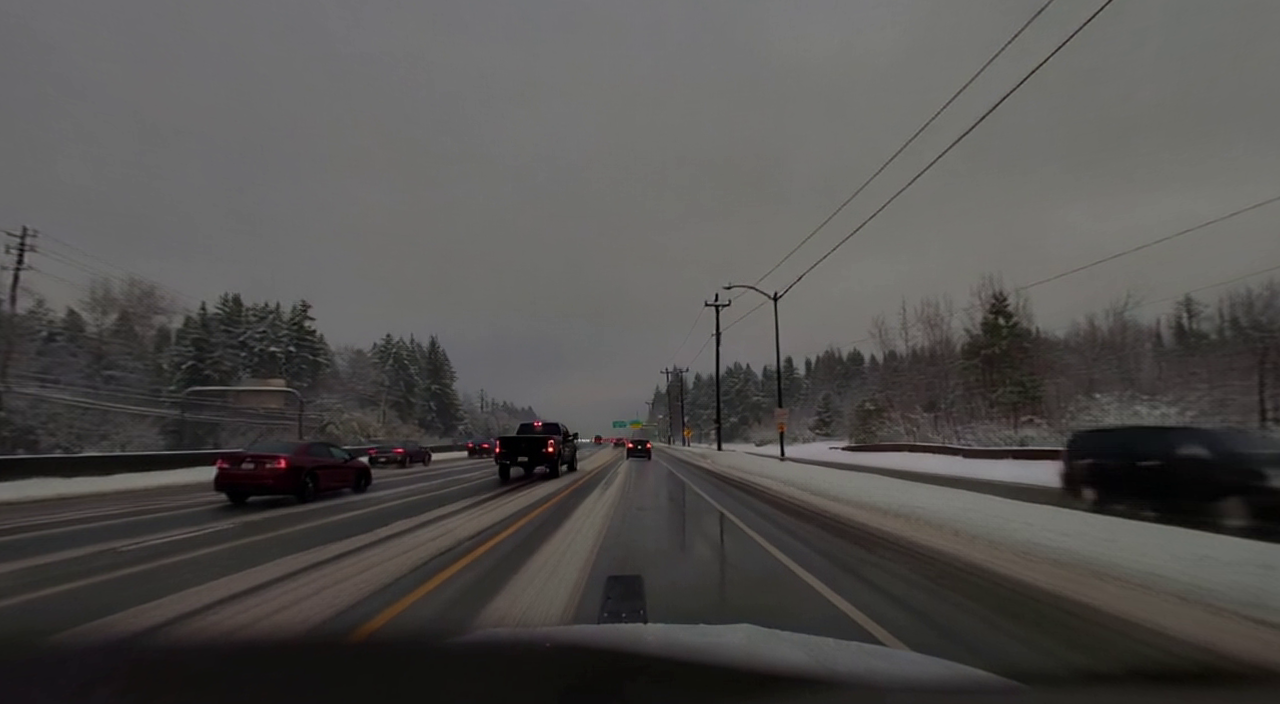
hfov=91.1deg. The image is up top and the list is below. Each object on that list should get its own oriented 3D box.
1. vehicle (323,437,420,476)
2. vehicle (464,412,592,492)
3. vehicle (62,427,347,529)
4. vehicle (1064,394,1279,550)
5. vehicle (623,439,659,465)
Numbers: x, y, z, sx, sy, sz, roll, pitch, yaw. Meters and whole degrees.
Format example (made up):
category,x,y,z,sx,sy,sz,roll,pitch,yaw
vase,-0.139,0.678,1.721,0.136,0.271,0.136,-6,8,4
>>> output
category,x,y,z,sx,sy,sz,roll,pitch,yaw
vehicle,-10.957,4.284,26.060,1.884,1.453,4.579,0,-8,2
vehicle,-3.222,3.130,19.980,2.815,2.092,6.526,0,-8,0
vehicle,-7.463,2.183,11.499,1.964,1.481,4.425,0,-8,1
vehicle,10.978,2.133,11.582,2.244,2.374,5.762,0,-8,0
vehicle,0.114,5.889,37.270,2.013,1.444,4.447,0,-8,2
